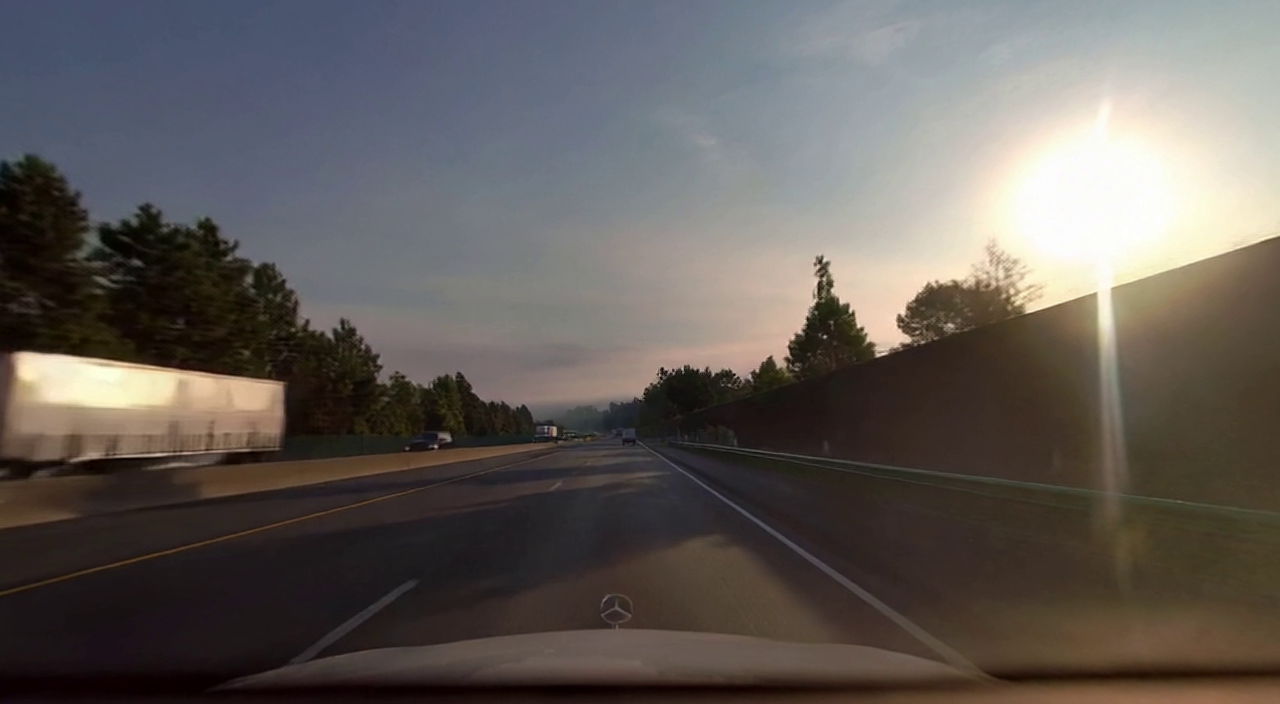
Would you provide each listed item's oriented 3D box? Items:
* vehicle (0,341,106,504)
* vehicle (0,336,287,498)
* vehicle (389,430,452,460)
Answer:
[{"bbox_3d":[-17.151,1.719,15.335,3.002,3.931,5.809,0,-7,-1],"label":"vehicle"},{"bbox_3d":[-17.217,2.331,21.128,3.002,3.931,13.684,0,-7,-1],"label":"vehicle"},{"bbox_3d":[-12.865,5.446,37.258,2.069,1.654,4.664,0,-7,-1],"label":"vehicle"}]
